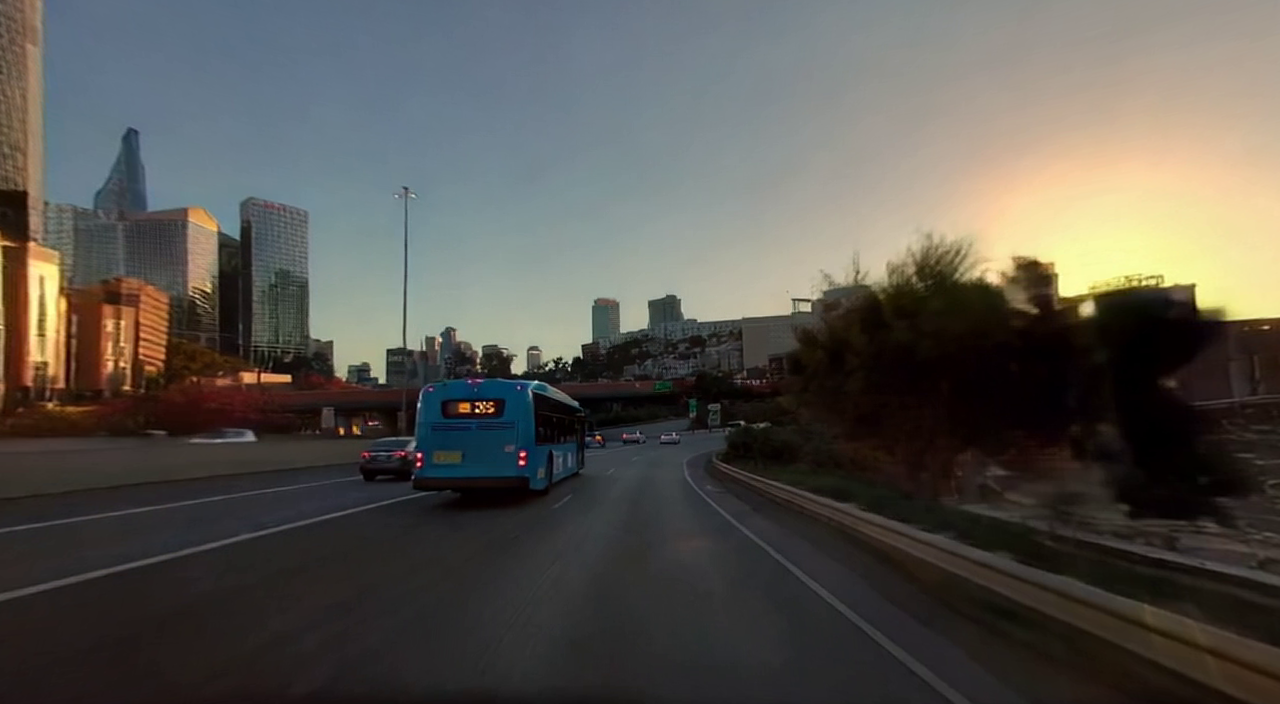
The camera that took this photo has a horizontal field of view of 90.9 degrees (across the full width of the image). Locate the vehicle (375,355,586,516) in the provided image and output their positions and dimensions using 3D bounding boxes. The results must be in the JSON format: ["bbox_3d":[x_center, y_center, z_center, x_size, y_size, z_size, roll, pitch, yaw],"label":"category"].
[{"bbox_3d":[-3.320,2.160,15.974,2.888,2.944,8.373,1,-8,2],"label":"vehicle"}]

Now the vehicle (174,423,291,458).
[{"bbox_3d":[-23.039,5.100,35.998,2.250,1.799,5.791,-2,-9,8],"label":"vehicle"}]

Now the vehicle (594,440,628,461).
[{"bbox_3d":[-2.104,7.399,47.334,1.928,1.455,4.361,-1,-9,5],"label":"vehicle"}]
